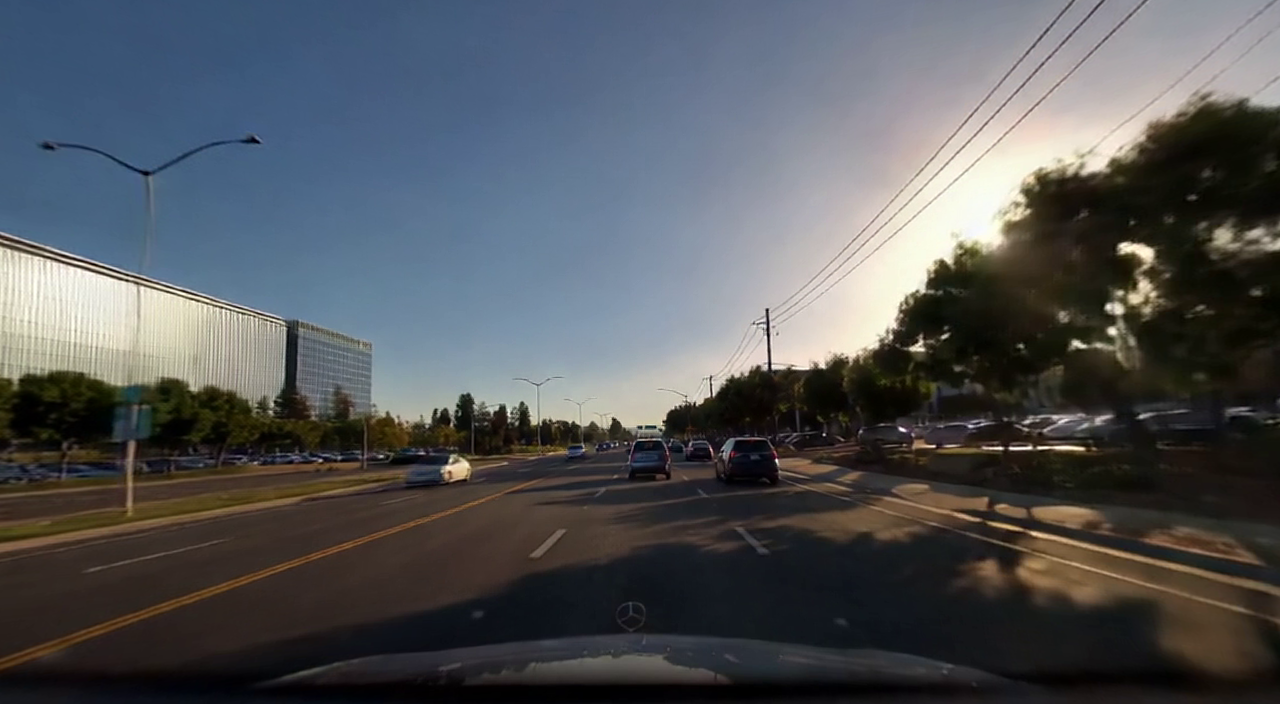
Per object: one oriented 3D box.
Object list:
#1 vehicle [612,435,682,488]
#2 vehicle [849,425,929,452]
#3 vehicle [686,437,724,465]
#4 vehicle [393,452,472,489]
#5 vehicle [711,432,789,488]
[{"bbox_3d":[0.245,3.759,21.951,2.200,1.653,4.127,0,-8,1],"label":"vehicle"},{"bbox_3d":[16.294,5.678,41.357,4.392,1.709,2.002,0,-9,-1],"label":"vehicle"},{"bbox_3d":[4.214,6.530,41.582,2.024,1.711,4.512,0,-8,0],"label":"vehicle"},{"bbox_3d":[-9.482,5.426,29.205,2.040,1.507,4.598,0,-8,1],"label":"vehicle"},{"bbox_3d":[3.602,3.626,21.420,1.914,1.698,4.049,0,-8,0],"label":"vehicle"}]
